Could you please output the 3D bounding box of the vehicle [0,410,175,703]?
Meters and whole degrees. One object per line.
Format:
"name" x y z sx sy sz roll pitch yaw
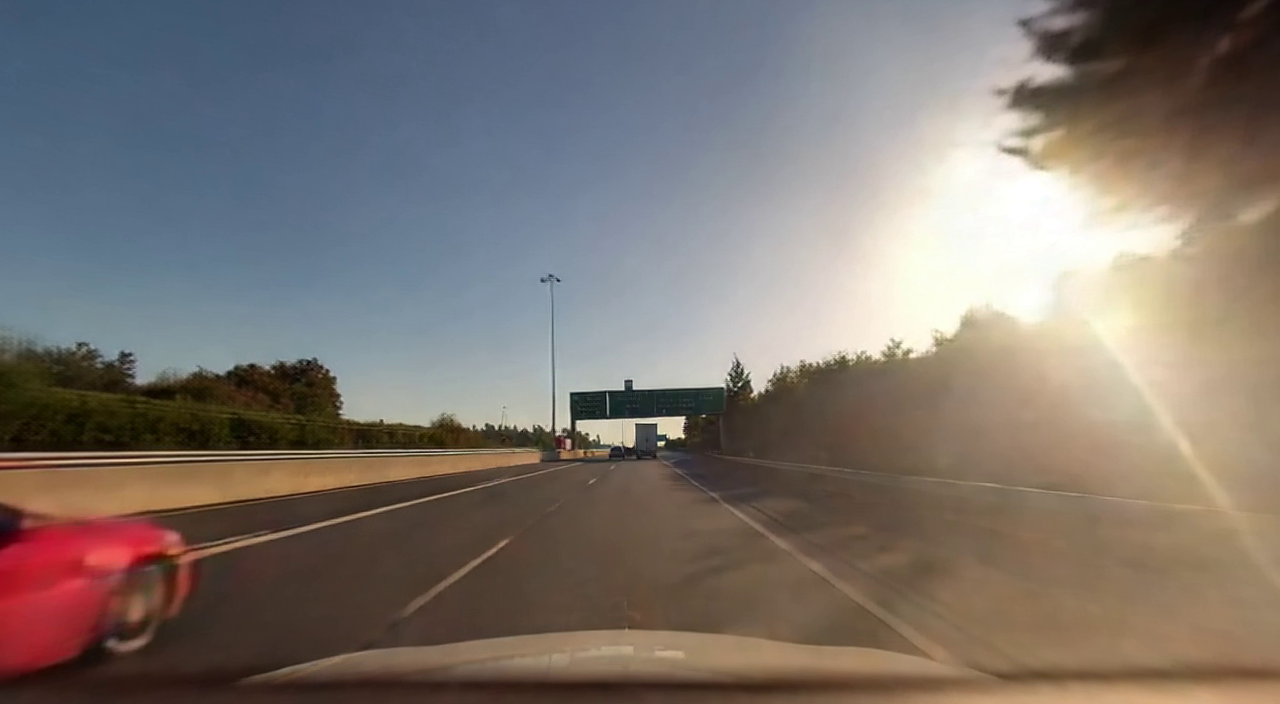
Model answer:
"vehicle" -3.793 0.827 1.699 1.886 1.465 4.119 0 -9 1
